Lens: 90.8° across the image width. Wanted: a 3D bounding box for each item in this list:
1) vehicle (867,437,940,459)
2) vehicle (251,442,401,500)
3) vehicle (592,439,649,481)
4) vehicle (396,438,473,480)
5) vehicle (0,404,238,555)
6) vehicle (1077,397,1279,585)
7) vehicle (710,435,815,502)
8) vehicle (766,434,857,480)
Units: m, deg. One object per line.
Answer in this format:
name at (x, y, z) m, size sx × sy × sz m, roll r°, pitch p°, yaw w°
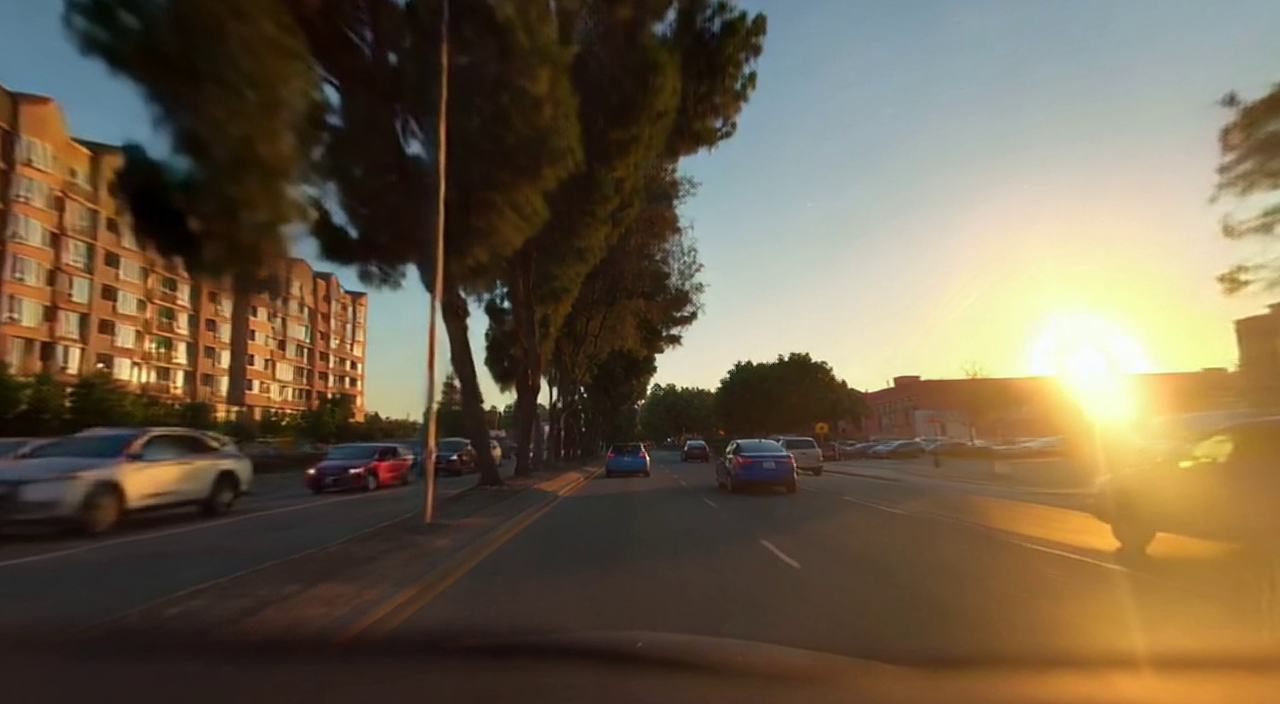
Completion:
vehicle at (20.534, 7.495, 49.340) m, size 4.697 × 1.691 × 2.106 m, roll 0°, pitch -9°, yaw -1°
vehicle at (-9.082, 3.455, 18.853) m, size 2.148 × 1.473 × 4.709 m, roll 0°, pitch -9°, yaw -1°
vehicle at (-0.700, 4.099, 24.151) m, size 1.994 × 1.479 × 3.647 m, roll 0°, pitch -9°, yaw -1°
vehicle at (-9.068, 4.729, 28.279) m, size 2.019 × 1.668 × 4.433 m, roll -1°, pitch -8°, yaw 0°
vehicle at (-9.003, 1.937, 10.152) m, size 2.043 × 1.860 × 4.656 m, roll -1°, pitch -8°, yaw -1°
vehicle at (7.354, 1.368, 6.274) m, size 2.224 × 1.815 × 5.192 m, roll 0°, pitch -9°, yaw -1°
vehicle at (3.000, 2.943, 16.317) m, size 1.852 × 1.498 × 3.825 m, roll 0°, pitch -9°, yaw -2°
vehicle at (7.229, 4.490, 27.361) m, size 2.224 × 1.772 × 5.325 m, roll 0°, pitch -9°, yaw -2°
